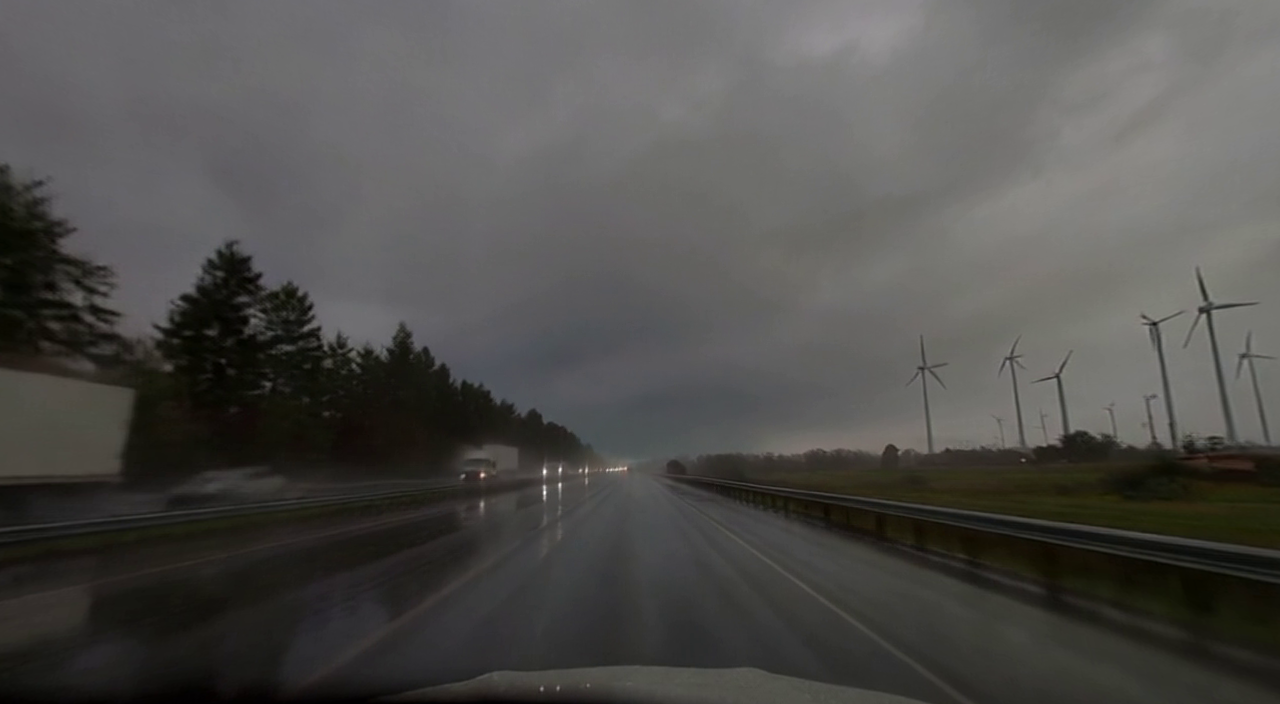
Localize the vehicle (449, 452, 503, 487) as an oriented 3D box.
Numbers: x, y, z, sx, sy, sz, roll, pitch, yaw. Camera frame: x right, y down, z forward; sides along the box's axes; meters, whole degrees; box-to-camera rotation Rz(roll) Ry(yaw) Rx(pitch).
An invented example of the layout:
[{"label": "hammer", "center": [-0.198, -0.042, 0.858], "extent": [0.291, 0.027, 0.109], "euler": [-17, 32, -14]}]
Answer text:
[{"label": "vehicle", "center": [-12.033, 8.696, 46.748], "extent": [2.421, 2.406, 5.665], "euler": [1, -10, 0]}]

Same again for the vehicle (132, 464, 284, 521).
[{"label": "vehicle", "center": [-12.479, 4.069, 18.566], "extent": [1.700, 1.451, 4.000], "euler": [1, -10, -2]}]
